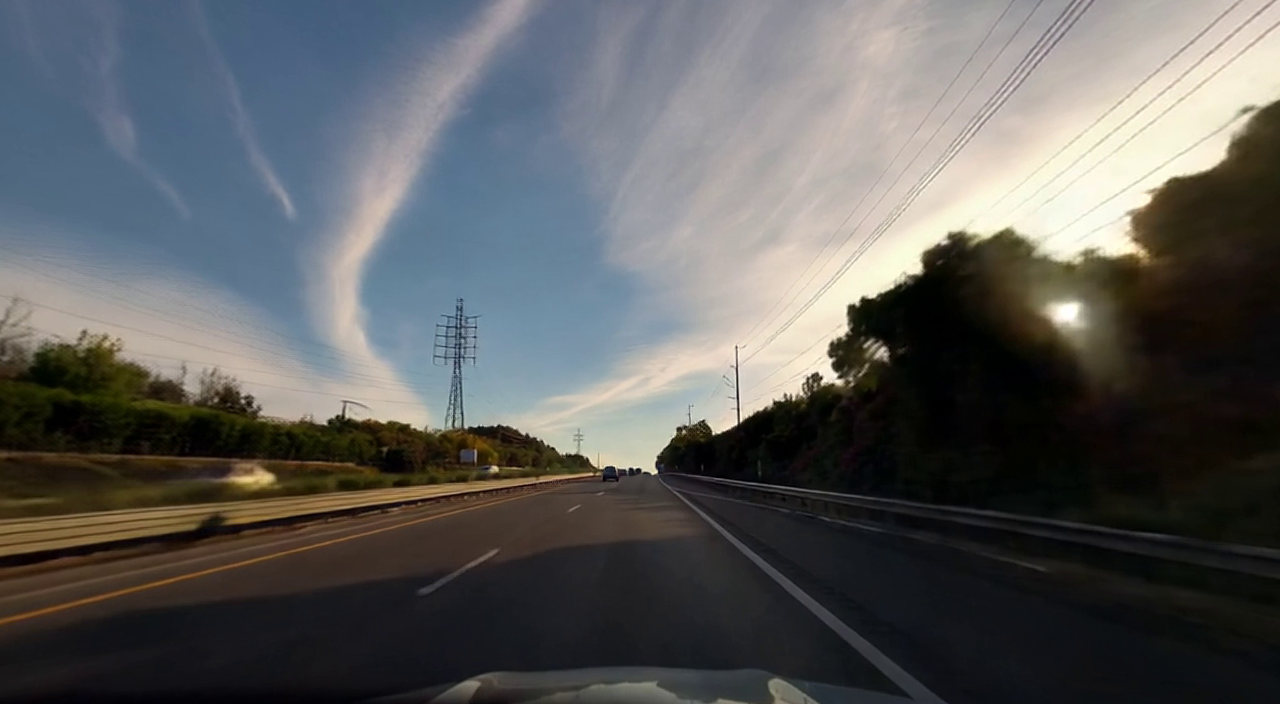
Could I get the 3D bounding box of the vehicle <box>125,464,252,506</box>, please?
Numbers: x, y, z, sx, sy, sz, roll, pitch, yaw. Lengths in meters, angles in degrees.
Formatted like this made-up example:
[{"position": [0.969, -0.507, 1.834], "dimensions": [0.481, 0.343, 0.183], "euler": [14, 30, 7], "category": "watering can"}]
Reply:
[{"position": [-19.245, 5.676, 27.103], "dimensions": [1.947, 1.607, 4.653], "euler": [0, -11, 1], "category": "vehicle"}]
